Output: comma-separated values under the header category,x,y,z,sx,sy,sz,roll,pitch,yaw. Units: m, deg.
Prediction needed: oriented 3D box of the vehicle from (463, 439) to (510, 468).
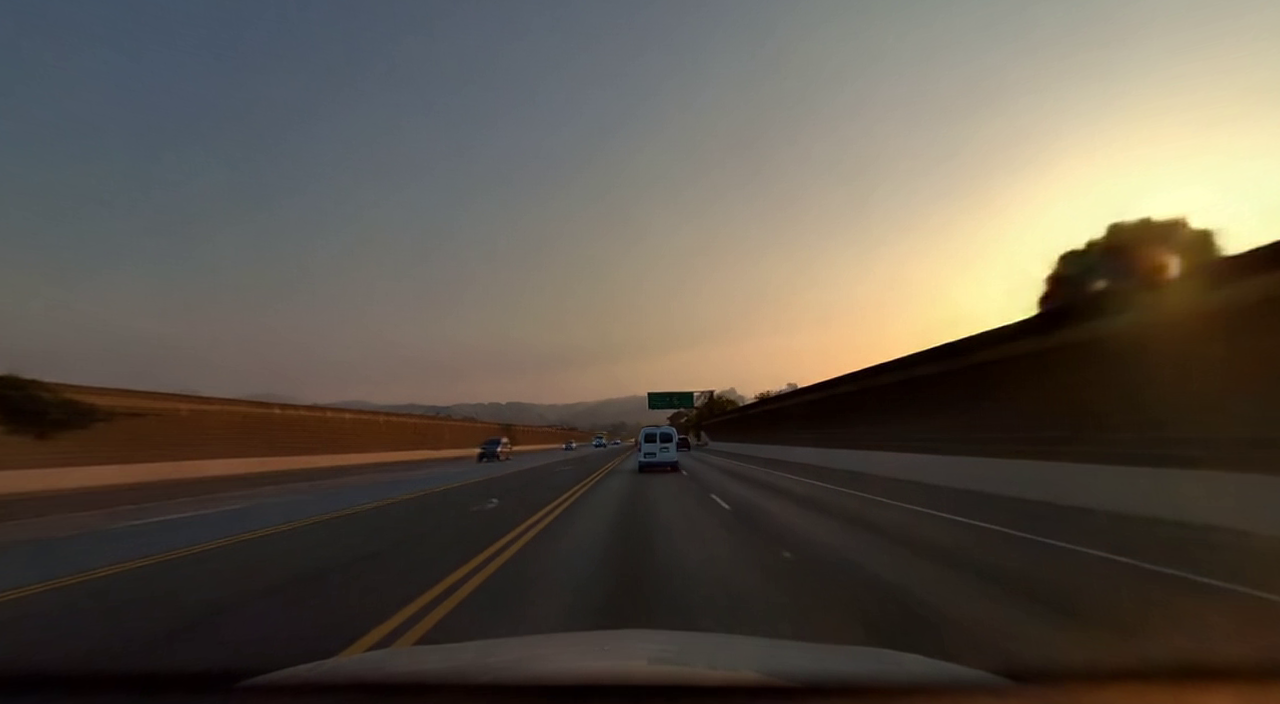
category,x,y,z,sx,sy,sz,roll,pitch,yaw
vehicle,-10.483,6.936,43.259,2.023,1.876,4.204,0,-8,2

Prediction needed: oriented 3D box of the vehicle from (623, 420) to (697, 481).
category,x,y,z,sx,sy,sz,roll,pitch,yaw
vehicle,0.729,3.619,23.403,2.469,2.027,4.554,0,-8,2
